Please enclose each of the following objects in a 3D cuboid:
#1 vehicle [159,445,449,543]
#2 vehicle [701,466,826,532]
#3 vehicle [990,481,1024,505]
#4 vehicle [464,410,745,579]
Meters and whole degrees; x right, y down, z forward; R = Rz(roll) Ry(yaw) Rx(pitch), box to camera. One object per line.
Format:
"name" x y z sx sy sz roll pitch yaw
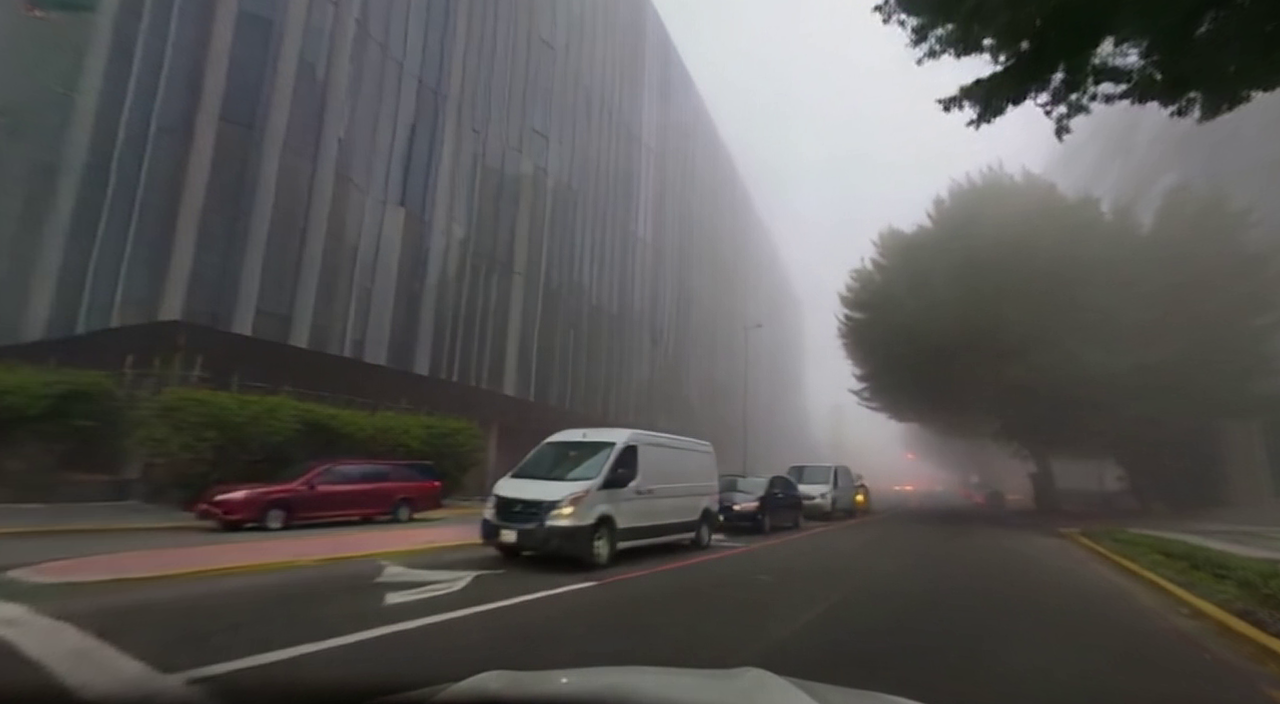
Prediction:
"vehicle" -6.070 2.617 12.068 1.868 1.472 4.470 -5 -12 30
"vehicle" 3.479 3.872 17.040 1.853 1.495 4.632 -7 -13 29
"vehicle" 26.015 9.979 44.763 1.899 1.470 3.666 -5 -12 28
"vehicle" -0.197 2.250 10.427 2.104 2.013 5.252 -7 -13 28
